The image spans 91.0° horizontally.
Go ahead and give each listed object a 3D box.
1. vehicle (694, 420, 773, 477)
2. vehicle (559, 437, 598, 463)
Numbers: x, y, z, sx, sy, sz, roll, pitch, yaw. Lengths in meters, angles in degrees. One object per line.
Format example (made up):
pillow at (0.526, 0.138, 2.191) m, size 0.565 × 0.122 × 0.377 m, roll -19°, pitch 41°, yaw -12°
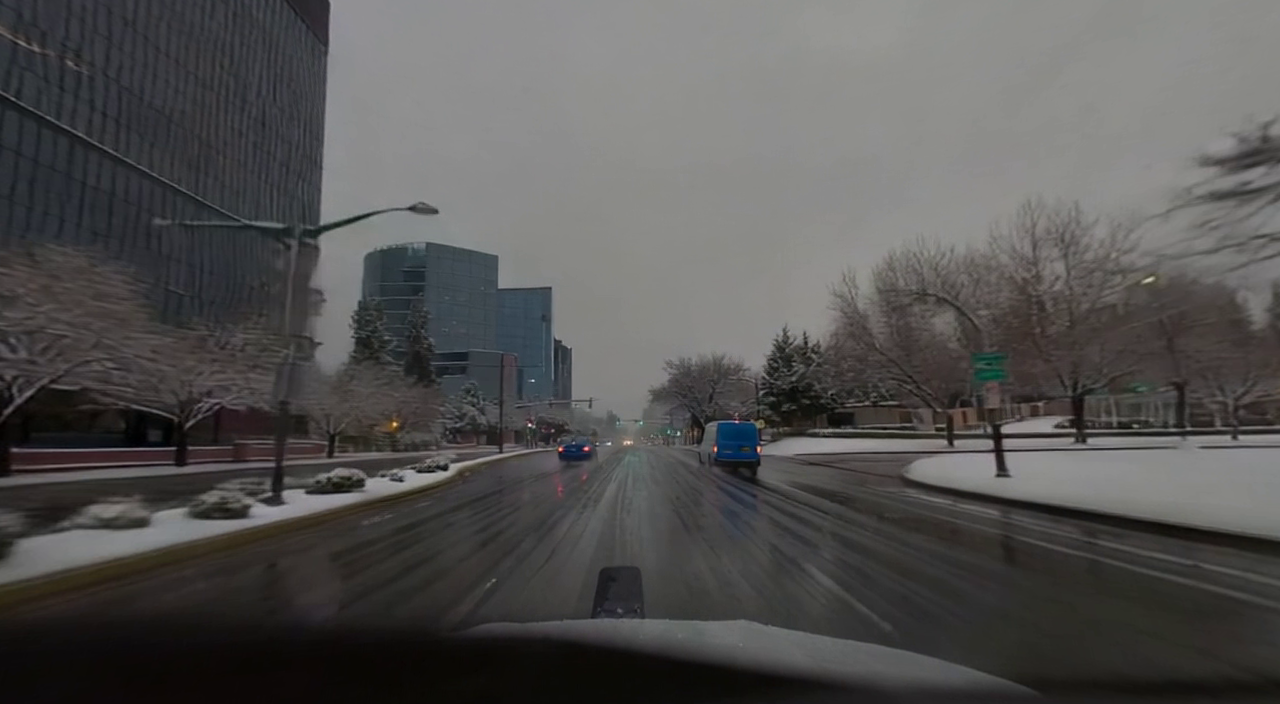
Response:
vehicle at (3.417, 3.683, 24.099) m, size 2.200 × 1.914 × 5.145 m, roll 0°, pitch -8°, yaw 0°
vehicle at (-3.651, 5.850, 37.819) m, size 1.864 × 1.464 × 4.195 m, roll 0°, pitch -8°, yaw 1°
